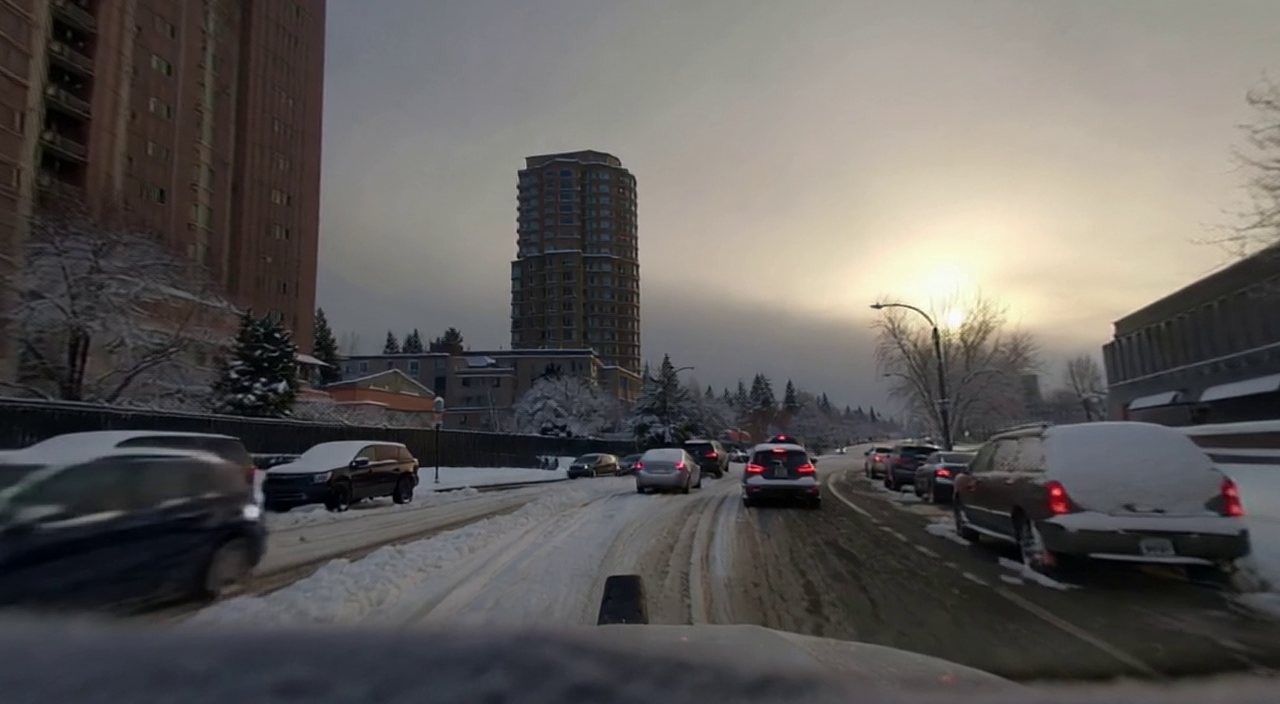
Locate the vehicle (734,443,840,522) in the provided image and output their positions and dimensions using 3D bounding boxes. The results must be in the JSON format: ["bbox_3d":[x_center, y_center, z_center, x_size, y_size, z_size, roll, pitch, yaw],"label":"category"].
[{"bbox_3d":[3.265,2.851,14.408,1.982,1.510,4.144,-2,-9,11],"label":"vehicle"}]

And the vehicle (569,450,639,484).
[{"bbox_3d":[-1.695,5.670,31.499,1.928,1.503,4.322,-3,-9,20],"label":"vehicle"}]

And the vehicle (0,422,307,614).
[{"bbox_3d":[-6.037,1.592,6.714,2.086,1.565,4.281,-2,-9,11],"label":"vehicle"}]

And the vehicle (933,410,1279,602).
[{"bbox_3d":[5.561,1.791,8.335,2.088,1.775,4.454,-2,-9,13],"label":"vehicle"}]

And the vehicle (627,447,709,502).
[{"bbox_3d":[0.943,3.615,19.141,2.031,1.461,3.763,-1,-9,9],"label":"vehicle"}]

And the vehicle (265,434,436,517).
[{"bbox_3d":[-7.749,3.290,17.421,1.934,1.770,4.546,-9,-9,10],"label":"vehicle"}]
